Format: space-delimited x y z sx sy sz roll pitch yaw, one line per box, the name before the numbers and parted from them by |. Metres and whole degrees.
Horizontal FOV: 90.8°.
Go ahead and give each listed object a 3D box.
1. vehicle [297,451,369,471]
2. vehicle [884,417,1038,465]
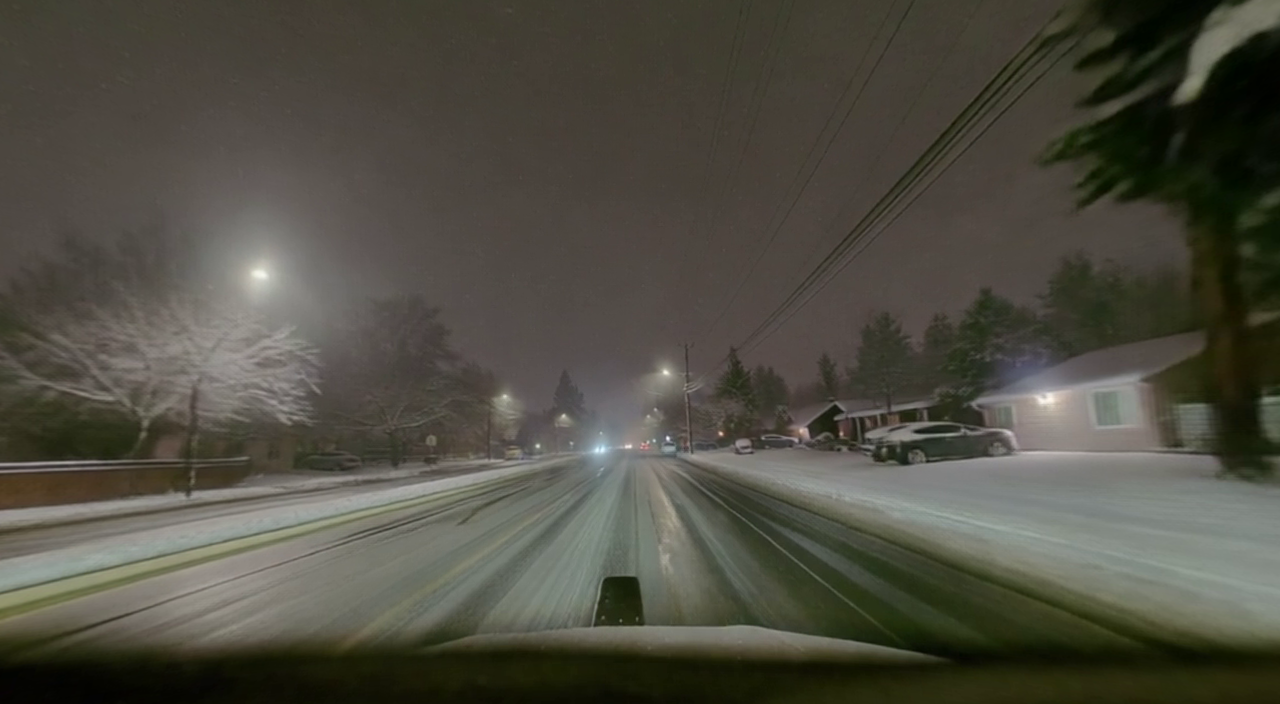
vehicle | -24.059 8.560 49.595 4.595 1.491 1.902 0 -9 -1
vehicle | 11.727 3.285 23.348 4.545 1.680 2.001 -1 -9 4
